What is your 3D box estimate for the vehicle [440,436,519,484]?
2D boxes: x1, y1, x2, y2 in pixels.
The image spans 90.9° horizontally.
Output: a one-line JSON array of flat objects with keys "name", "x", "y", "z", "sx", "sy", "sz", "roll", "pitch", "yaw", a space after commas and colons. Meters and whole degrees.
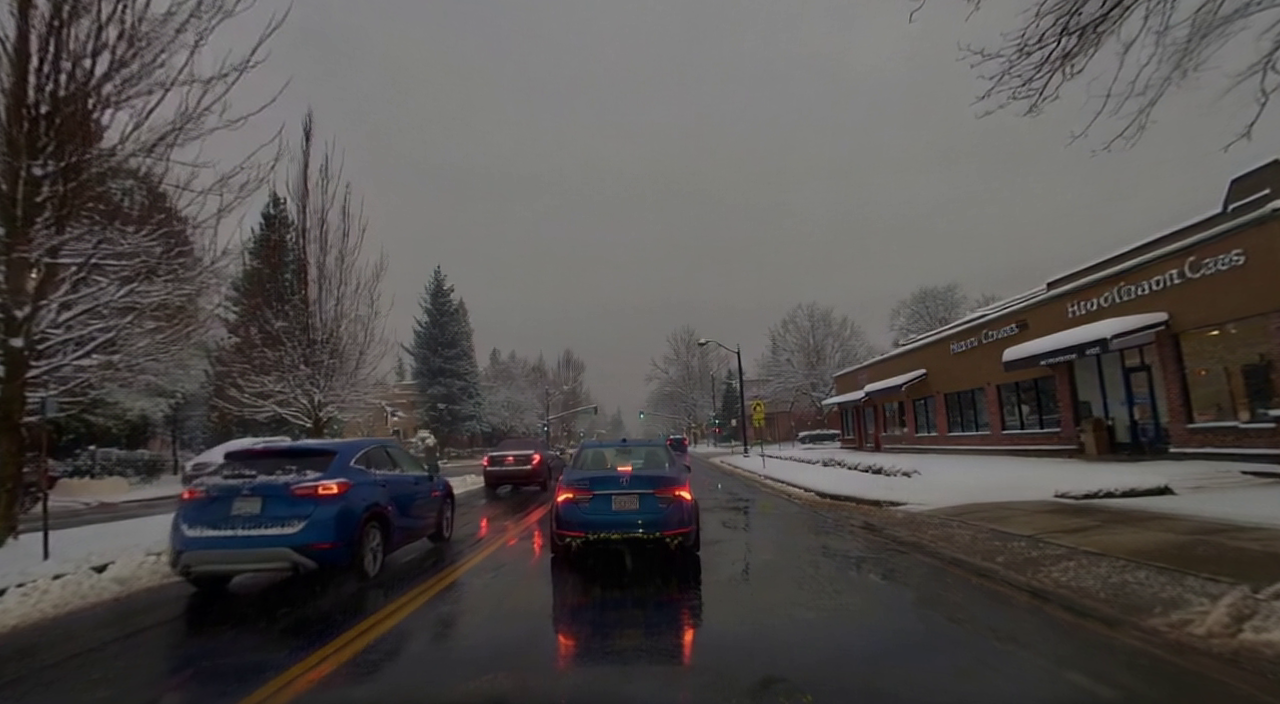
[{"name": "vehicle", "x": -6.206, "y": 4.231, "z": 24.986, "sx": 2.095, "sy": 1.682, "sz": 4.371, "roll": 0, "pitch": -9, "yaw": -2}]

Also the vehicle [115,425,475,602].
[{"name": "vehicle", "x": -3.449, "y": 1.670, "z": 7.388, "sx": 1.905, "sy": 1.473, "sz": 4.016, "roll": 0, "pitch": -9, "yaw": 1}]

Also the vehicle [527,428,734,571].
[{"name": "vehicle", "x": -0.105, "y": 1.850, "z": 8.671, "sx": 2.160, "sy": 1.482, "sz": 4.037, "roll": 0, "pitch": -9, "yaw": 0}]
